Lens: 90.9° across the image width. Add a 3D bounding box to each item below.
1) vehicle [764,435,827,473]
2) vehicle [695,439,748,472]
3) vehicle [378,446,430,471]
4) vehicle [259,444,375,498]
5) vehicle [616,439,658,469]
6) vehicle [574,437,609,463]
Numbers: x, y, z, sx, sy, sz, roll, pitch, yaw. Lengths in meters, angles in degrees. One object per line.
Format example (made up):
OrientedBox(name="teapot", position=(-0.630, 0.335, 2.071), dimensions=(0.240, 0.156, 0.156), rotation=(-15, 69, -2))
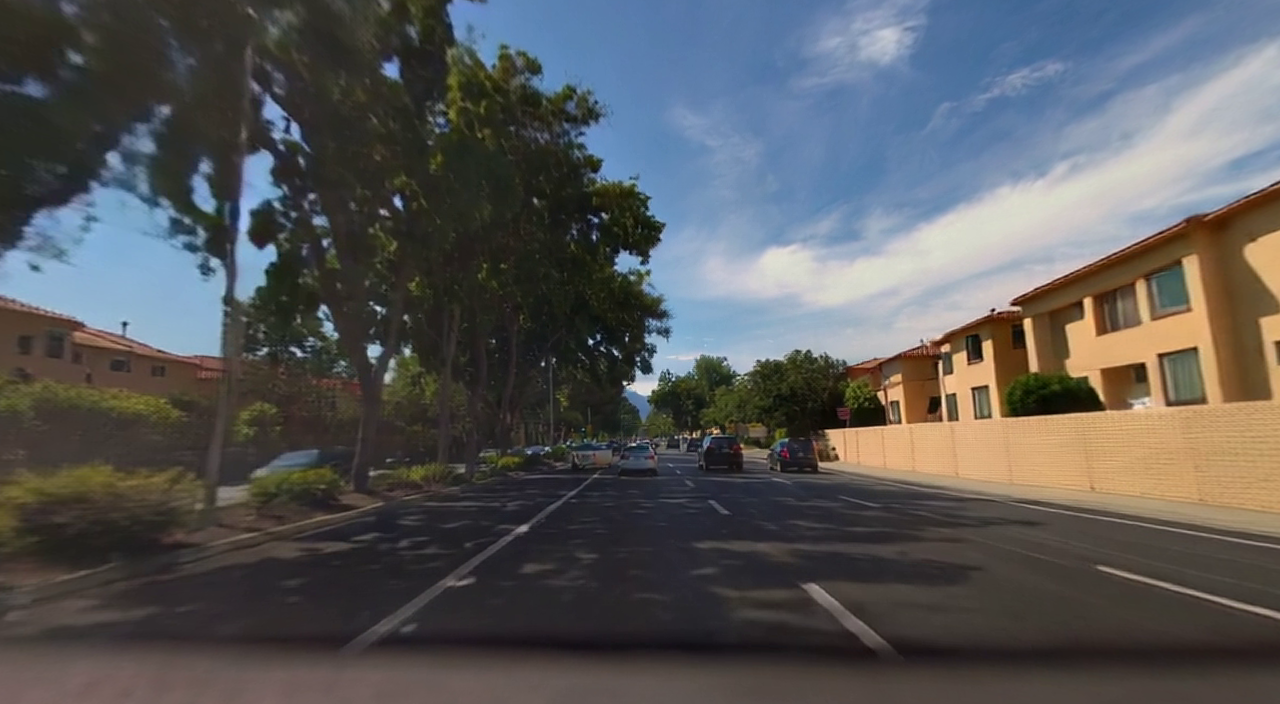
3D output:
OrientedBox(name="vehicle", position=(7.484, 4.943, 30.794), dimensions=(1.972, 1.700, 4.269), rotation=(0, -8, 0))
OrientedBox(name="vehicle", position=(3.930, 5.053, 31.082), dimensions=(2.067, 1.514, 4.188), rotation=(0, -8, 0))
OrientedBox(name="vehicle", position=(-17.802, 8.035, 47.870), dimensions=(2.110, 1.789, 4.639), rotation=(0, -8, 1))
OrientedBox(name="vehicle", position=(-10.366, 3.801, 20.584), dimensions=(1.728, 1.560, 3.779), rotation=(0, -8, 1))
OrientedBox(name="vehicle", position=(-0.111, 5.396, 33.505), dimensions=(2.102, 1.481, 3.907), rotation=(0, -8, 1))
OrientedBox(name="vehicle", position=(-3.342, 6.798, 44.056), dimensions=(2.031, 1.705, 4.325), rotation=(0, -8, 1))
